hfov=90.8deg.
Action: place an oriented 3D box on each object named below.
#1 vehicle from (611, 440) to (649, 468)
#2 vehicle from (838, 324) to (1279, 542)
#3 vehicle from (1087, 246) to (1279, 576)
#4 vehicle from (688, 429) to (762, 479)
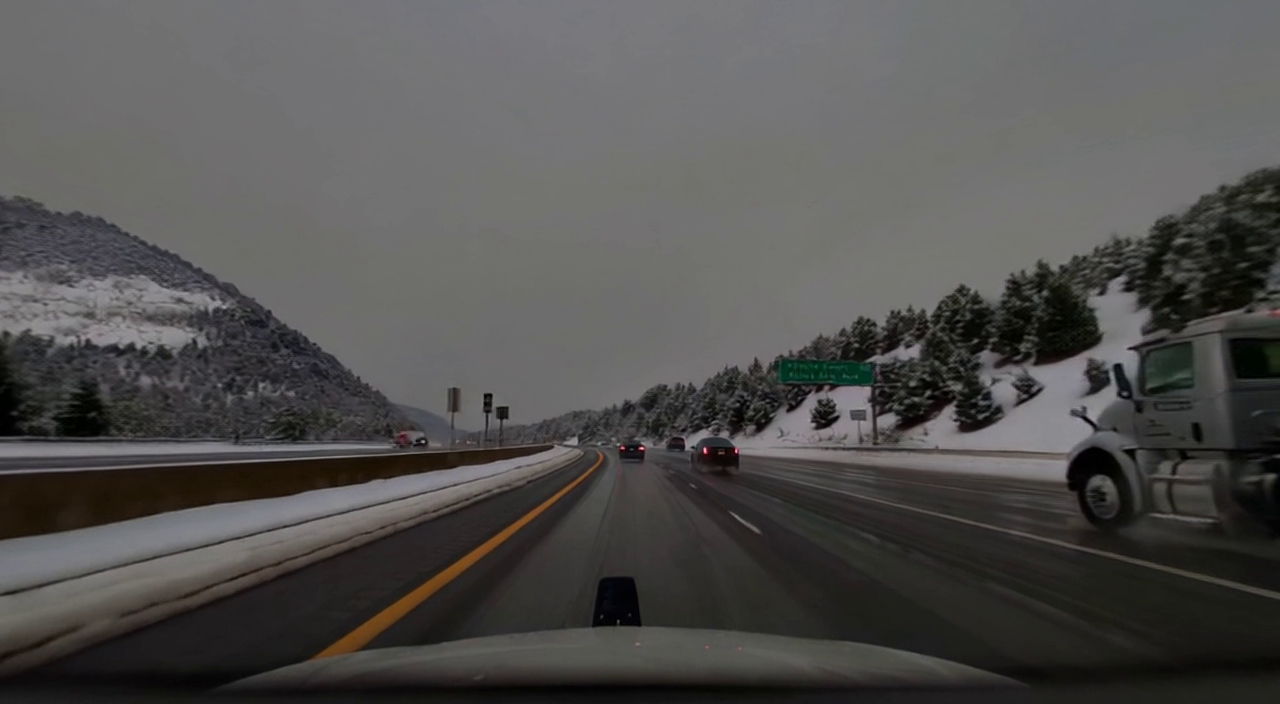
[{"bbox_3d":[-0.608,5.807,36.149,2.083,1.477,3.965,0,-9,-2],"label":"vehicle"},{"bbox_3d":[7.351,1.785,13.467,2.880,2.975,9.608,0,-9,-2],"label":"vehicle"},{"bbox_3d":[7.677,0.209,3.733,2.805,3.212,9.978,0,-9,1],"label":"vehicle"},{"bbox_3d":[3.247,4.026,25.111,2.098,1.794,4.561,0,-9,-2],"label":"vehicle"}]
